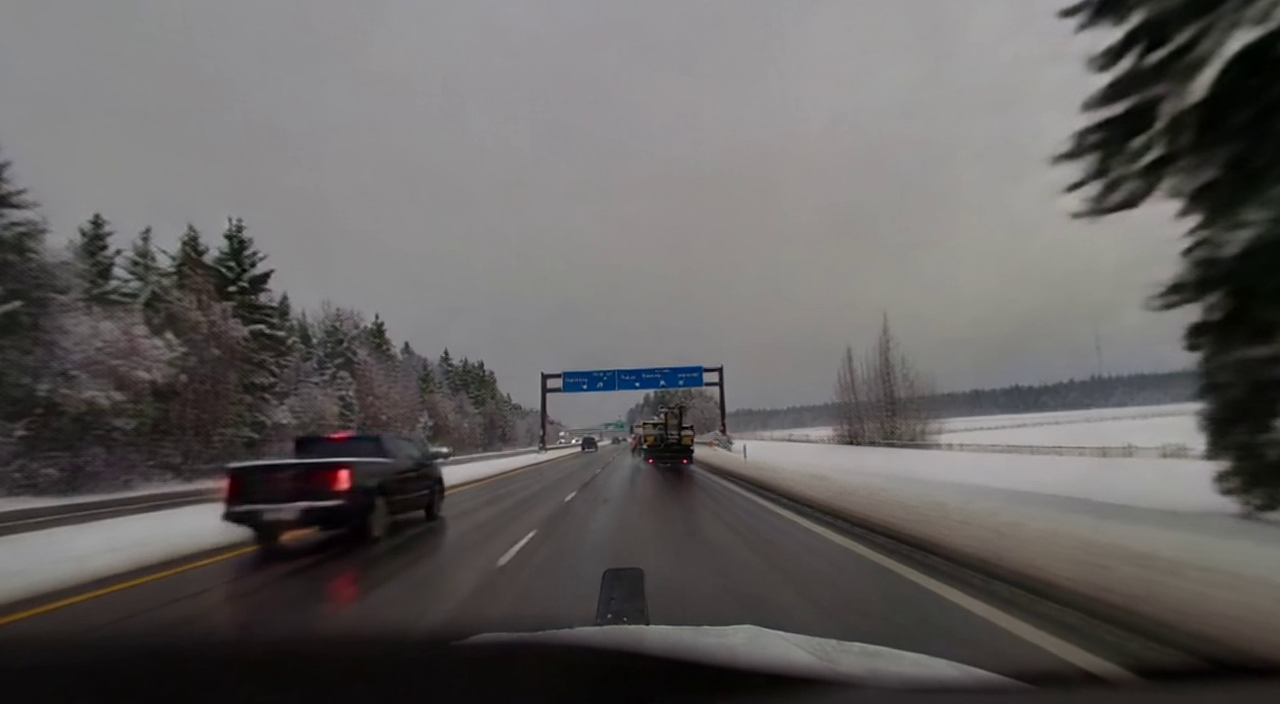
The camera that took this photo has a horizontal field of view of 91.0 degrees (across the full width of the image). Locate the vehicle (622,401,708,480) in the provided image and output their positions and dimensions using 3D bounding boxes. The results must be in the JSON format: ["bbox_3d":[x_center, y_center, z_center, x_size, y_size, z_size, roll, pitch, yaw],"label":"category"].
[{"bbox_3d":[0.692,3.209,22.767,2.677,2.439,6.402,0,-8,-1],"label":"vehicle"}]
